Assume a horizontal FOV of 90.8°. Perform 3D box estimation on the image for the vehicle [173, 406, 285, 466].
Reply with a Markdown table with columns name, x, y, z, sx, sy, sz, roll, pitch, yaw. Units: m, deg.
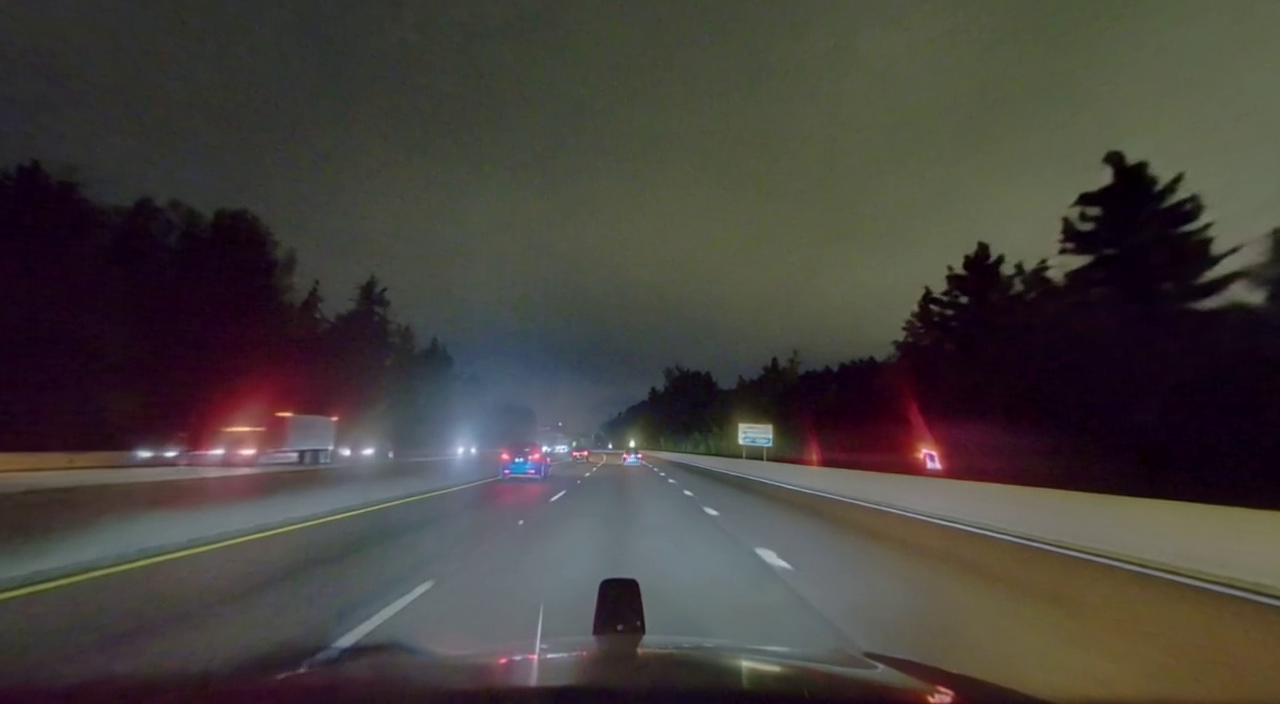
| name | x | y | z | sx | sy | sz | roll | pitch | yaw |
| --- | --- | --- | --- | --- | --- | --- | --- | --- | --- |
| vehicle | -17.853 | 3.722 | 27.690 | 2.131 | 2.428 | 4.017 | 0 | -9 | 0 |

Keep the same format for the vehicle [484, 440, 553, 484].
| name | x | y | z | sx | sy | sz | roll | pitch | yaw |
| --- | --- | --- | --- | --- | --- | --- | --- | --- | --- |
| vehicle | -4.984 | 4.541 | 26.411 | 2.088 | 1.675 | 4.108 | 0 | -9 | 0 |

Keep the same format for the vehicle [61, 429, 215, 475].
| name | x | y | z | sx | sy | sz | roll | pitch | yaw |
| --- | --- | --- | --- | --- | --- | --- | --- | --- | --- |
| vehicle | -17.701 | 3.558 | 22.576 | 1.851 | 1.453 | 4.488 | 0 | -9 | -1 |

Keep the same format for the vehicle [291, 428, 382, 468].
| name | x | y | z | sx | sy | sz | roll | pitch | yaw |
| --- | --- | --- | --- | --- | --- | --- | --- | --- | --- |
| vehicle | -13.694 | 4.391 | 28.820 | 1.934 | 1.650 | 4.563 | 0 | -9 | -1 |
